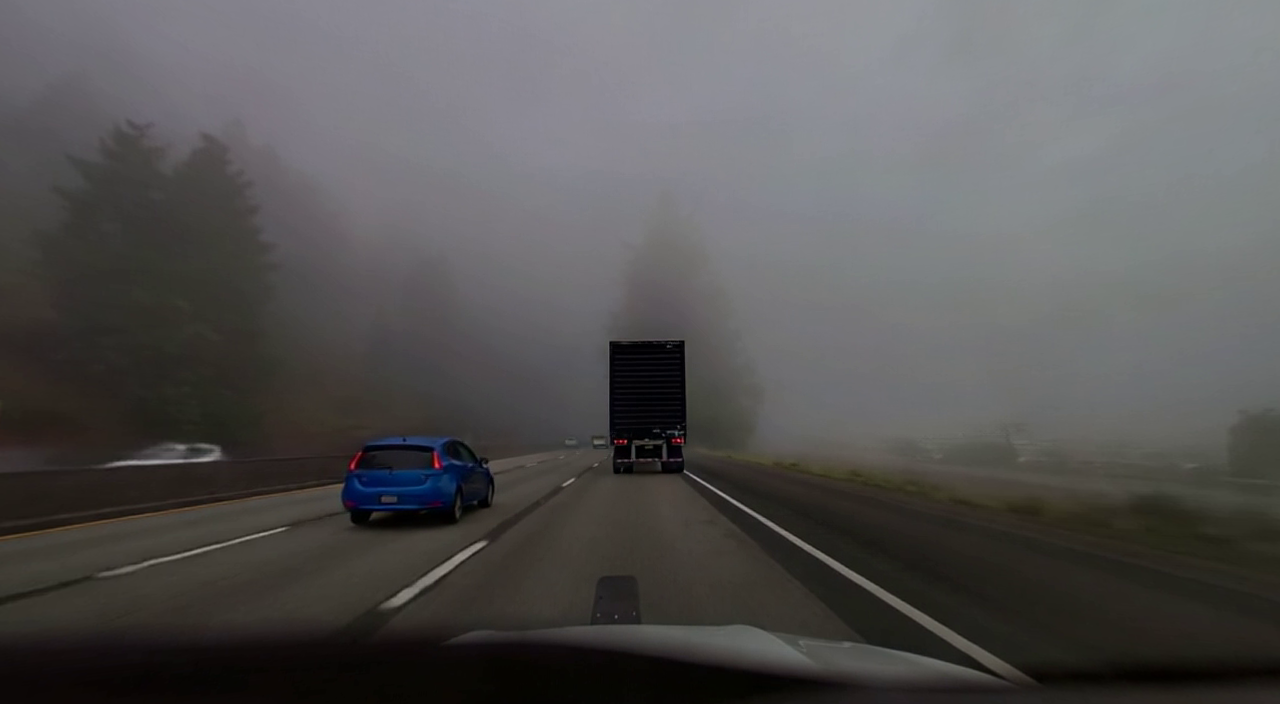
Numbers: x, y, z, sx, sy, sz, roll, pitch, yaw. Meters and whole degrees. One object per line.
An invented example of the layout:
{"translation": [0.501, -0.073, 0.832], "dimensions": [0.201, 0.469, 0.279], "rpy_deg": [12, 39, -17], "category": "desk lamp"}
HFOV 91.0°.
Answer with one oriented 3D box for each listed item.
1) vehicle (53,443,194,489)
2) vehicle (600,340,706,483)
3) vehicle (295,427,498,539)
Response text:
{"translation": [-19.496, 4.282, 24.032], "dimensions": [1.840, 1.545, 4.187], "rpy_deg": [0, -8, -1], "category": "vehicle"}
{"translation": [0.265, 2.469, 23.766], "dimensions": [3.073, 4.196, 10.546], "rpy_deg": [0, -8, -1], "category": "vehicle"}
{"translation": [-3.864, 2.131, 10.919], "dimensions": [1.854, 1.530, 4.268], "rpy_deg": [0, -8, -1], "category": "vehicle"}
